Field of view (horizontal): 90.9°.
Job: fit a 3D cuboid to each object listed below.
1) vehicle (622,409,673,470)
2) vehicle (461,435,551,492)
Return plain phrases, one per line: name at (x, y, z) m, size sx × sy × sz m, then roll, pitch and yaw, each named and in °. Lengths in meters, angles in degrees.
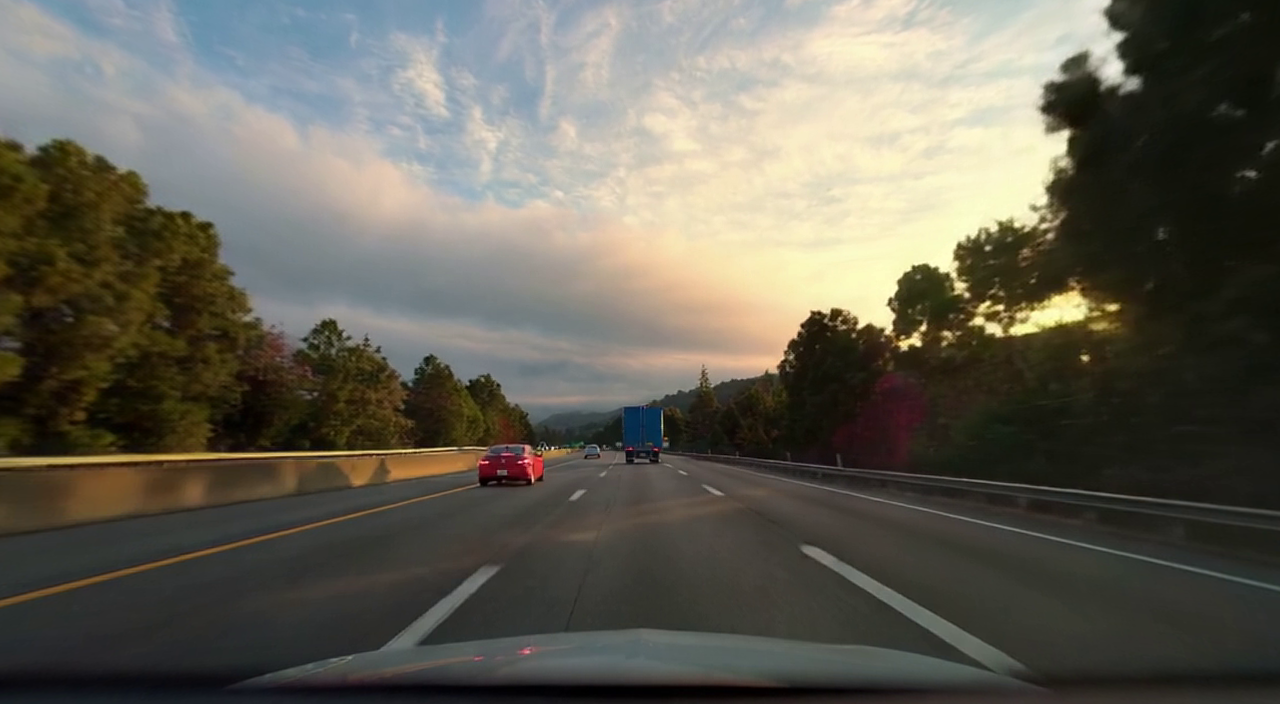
vehicle at (0.318, 5.907, 42.065) m, size 2.893 × 3.628 × 9.081 m, roll 0°, pitch -9°, yaw -3°
vehicle at (-4.134, 3.498, 20.069) m, size 1.977 × 1.602 × 3.944 m, roll 0°, pitch -9°, yaw 0°
